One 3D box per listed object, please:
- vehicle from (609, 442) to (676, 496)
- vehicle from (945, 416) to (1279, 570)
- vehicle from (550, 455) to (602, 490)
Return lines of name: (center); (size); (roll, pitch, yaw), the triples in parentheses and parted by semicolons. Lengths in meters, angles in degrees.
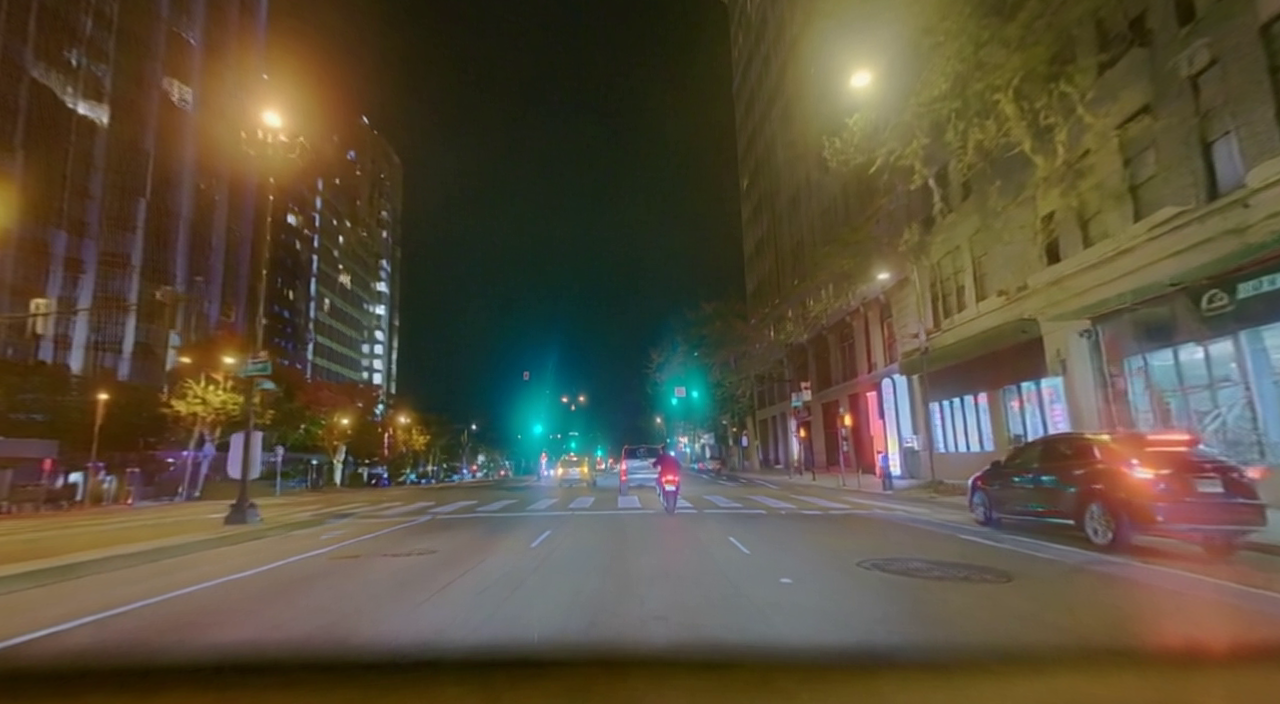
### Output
vehicle: (0.019, 4.223, 23.245); (2.223, 1.775, 4.250); (0, -9, -2)
vehicle: (7.163, 2.028, 9.974); (2.018, 1.772, 4.968); (0, -9, -2)
vehicle: (-3.001, 5.725, 30.345); (2.014, 1.470, 4.552); (0, -9, 0)
